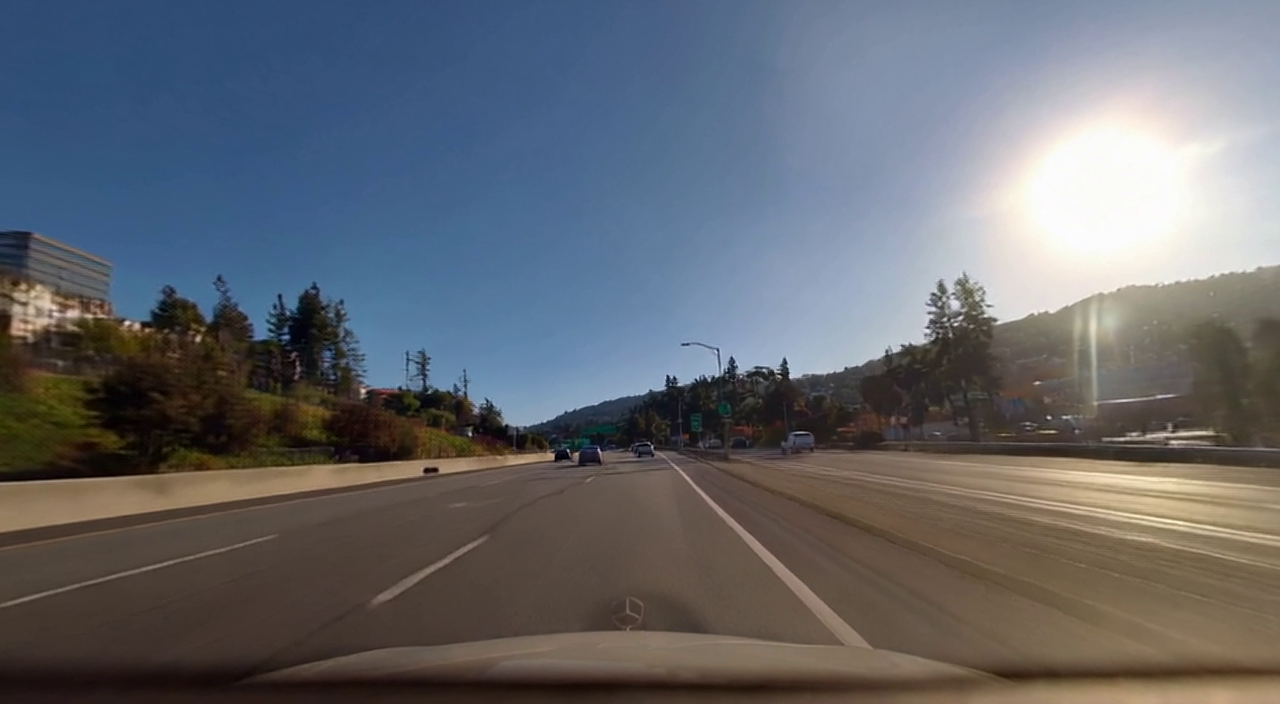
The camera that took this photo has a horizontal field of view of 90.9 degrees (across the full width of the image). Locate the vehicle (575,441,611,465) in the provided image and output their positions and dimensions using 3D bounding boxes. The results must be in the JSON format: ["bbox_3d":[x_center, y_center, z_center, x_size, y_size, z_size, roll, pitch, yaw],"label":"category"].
[{"bbox_3d":[-3.166,6.893,43.202,2.112,1.489,4.266,0,-8,0],"label":"vehicle"}]
